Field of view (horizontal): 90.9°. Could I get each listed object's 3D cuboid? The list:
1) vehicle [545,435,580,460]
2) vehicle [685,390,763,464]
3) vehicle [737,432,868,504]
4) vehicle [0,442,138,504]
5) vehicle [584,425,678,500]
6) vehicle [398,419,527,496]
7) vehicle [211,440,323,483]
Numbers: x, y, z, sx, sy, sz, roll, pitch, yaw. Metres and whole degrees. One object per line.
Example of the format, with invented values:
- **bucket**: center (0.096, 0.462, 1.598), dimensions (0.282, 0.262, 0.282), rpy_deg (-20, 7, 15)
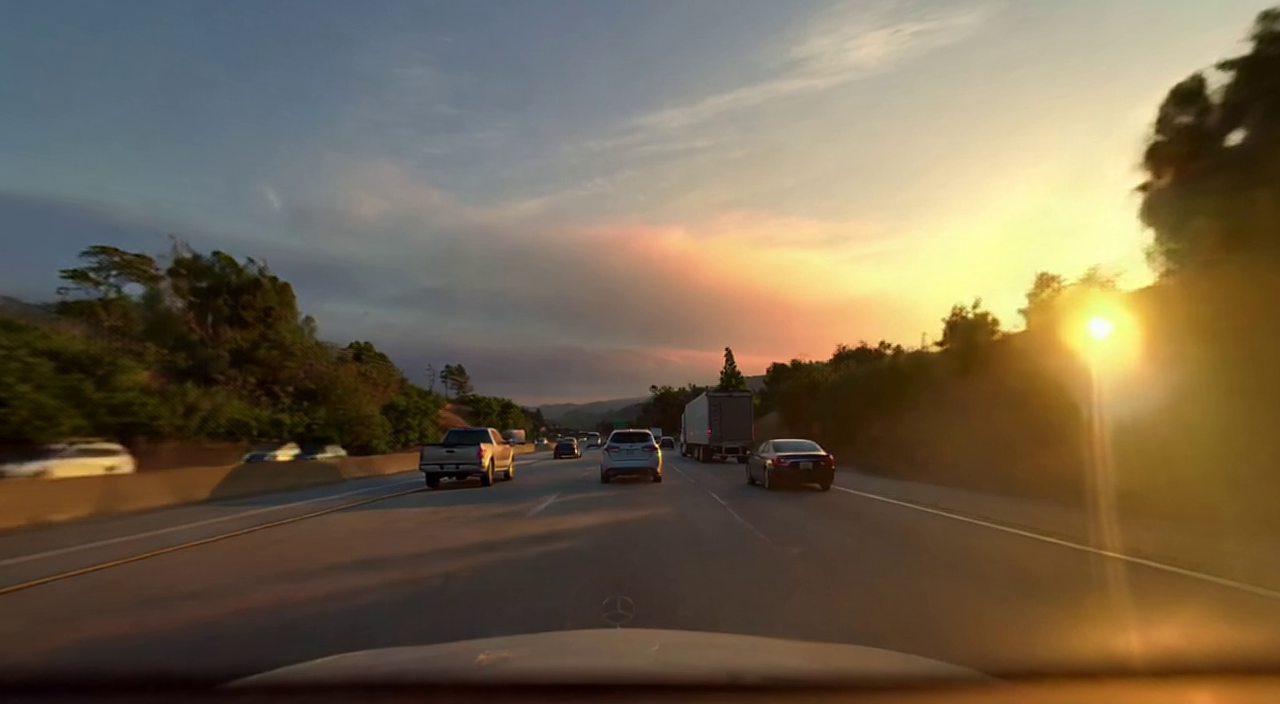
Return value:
- **vehicle**: center (-5.450, 6.769, 44.859), dimensions (1.971, 1.648, 3.983), rpy_deg (0, -8, 0)
- **vehicle**: center (5.189, 5.154, 42.294), dimensions (2.888, 4.135, 14.071), rpy_deg (0, -8, -2)
- **vehicle**: center (3.671, 2.675, 15.045), dimensions (1.951, 1.477, 3.963), rpy_deg (0, -8, -2)
- **vehicle**: center (-17.035, 3.384, 18.123), dimensions (1.813, 1.519, 4.115), rpy_deg (0, -8, -2)
- **vehicle**: center (-0.225, 2.719, 15.946), dimensions (2.083, 1.647, 3.799), rpy_deg (0, -8, -1)
- **vehicle**: center (-4.540, 2.785, 17.026), dimensions (2.101, 1.767, 4.702), rpy_deg (0, -8, 0)
- **vehicle**: center (-13.129, 3.836, 22.462), dimensions (1.767, 1.376, 3.667), rpy_deg (0, -8, 0)
